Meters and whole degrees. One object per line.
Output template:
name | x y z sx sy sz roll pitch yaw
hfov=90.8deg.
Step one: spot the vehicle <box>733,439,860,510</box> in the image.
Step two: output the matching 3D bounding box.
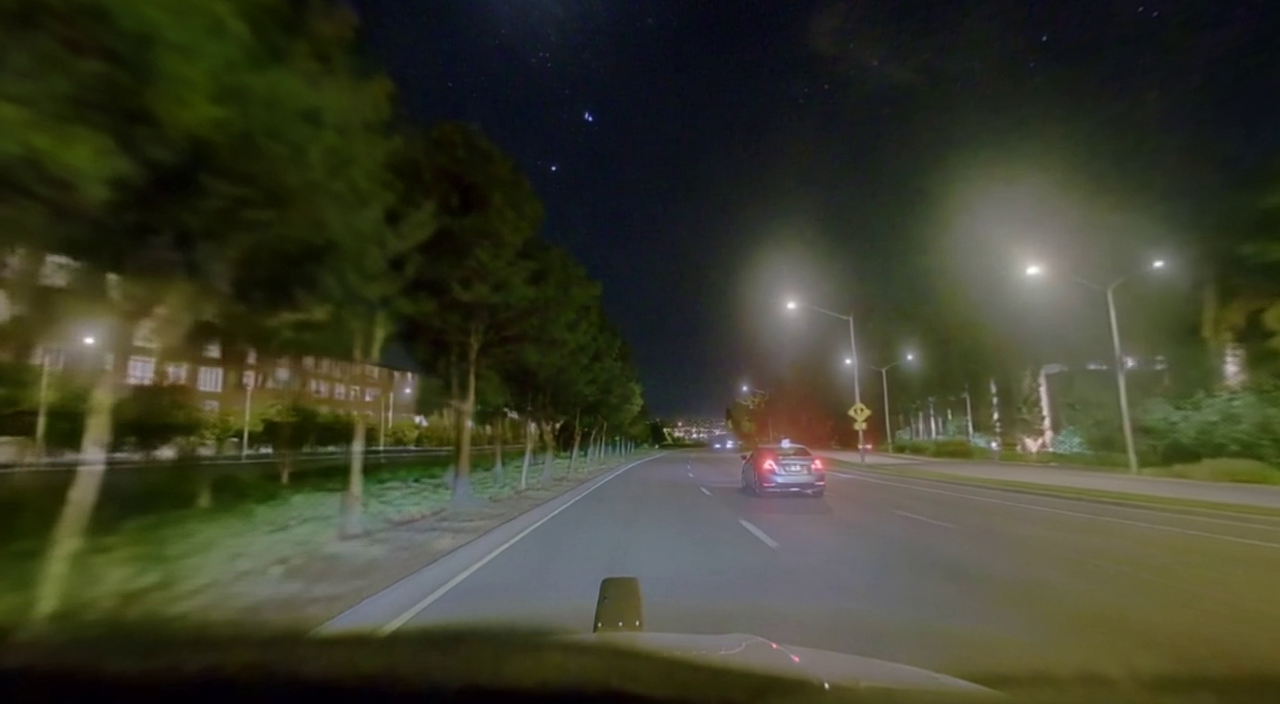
vehicle | 3.635 2.924 15.606 1.928 1.481 4.453 0 -9 -1
